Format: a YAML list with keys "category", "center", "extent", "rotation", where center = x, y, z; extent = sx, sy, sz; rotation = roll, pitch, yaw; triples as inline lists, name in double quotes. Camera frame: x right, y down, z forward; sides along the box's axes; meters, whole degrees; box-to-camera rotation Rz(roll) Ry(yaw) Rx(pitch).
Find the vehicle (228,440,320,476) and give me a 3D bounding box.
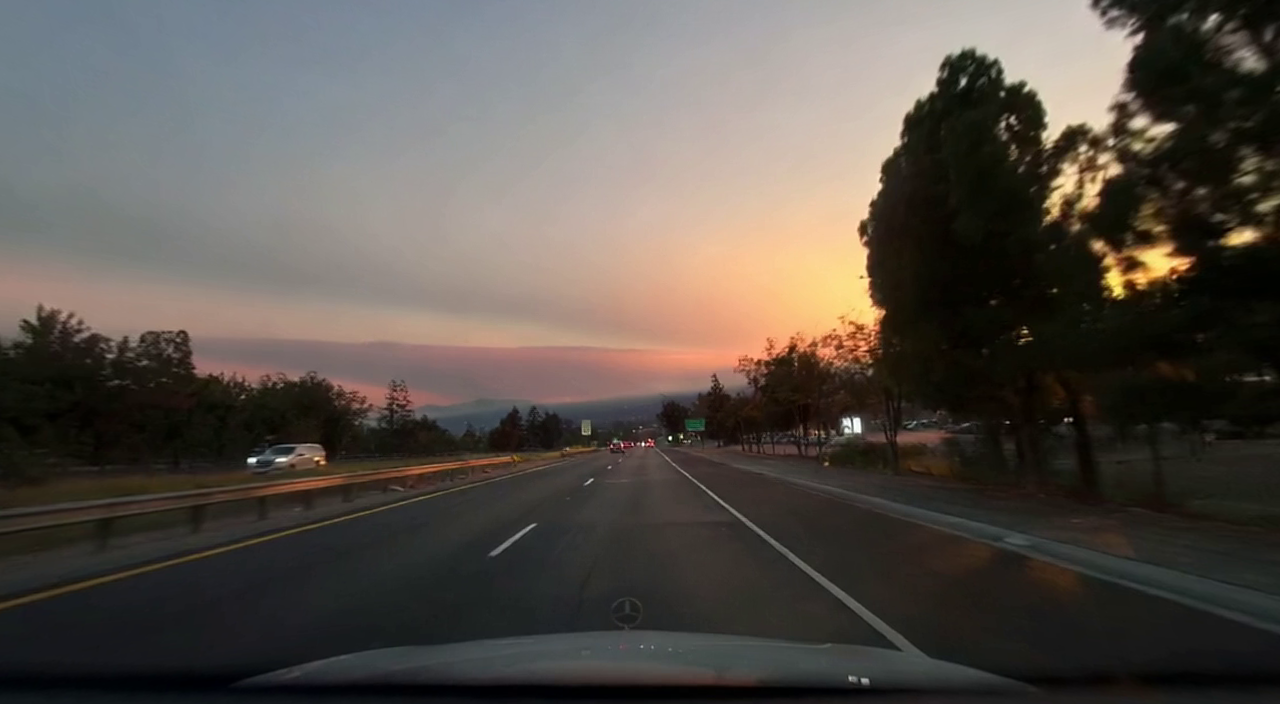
- category: "vehicle"
  center: [-22.750, 6.594, 39.532]
  extent: [2.325, 2.086, 5.544]
  rotation: [0, -8, 1]
